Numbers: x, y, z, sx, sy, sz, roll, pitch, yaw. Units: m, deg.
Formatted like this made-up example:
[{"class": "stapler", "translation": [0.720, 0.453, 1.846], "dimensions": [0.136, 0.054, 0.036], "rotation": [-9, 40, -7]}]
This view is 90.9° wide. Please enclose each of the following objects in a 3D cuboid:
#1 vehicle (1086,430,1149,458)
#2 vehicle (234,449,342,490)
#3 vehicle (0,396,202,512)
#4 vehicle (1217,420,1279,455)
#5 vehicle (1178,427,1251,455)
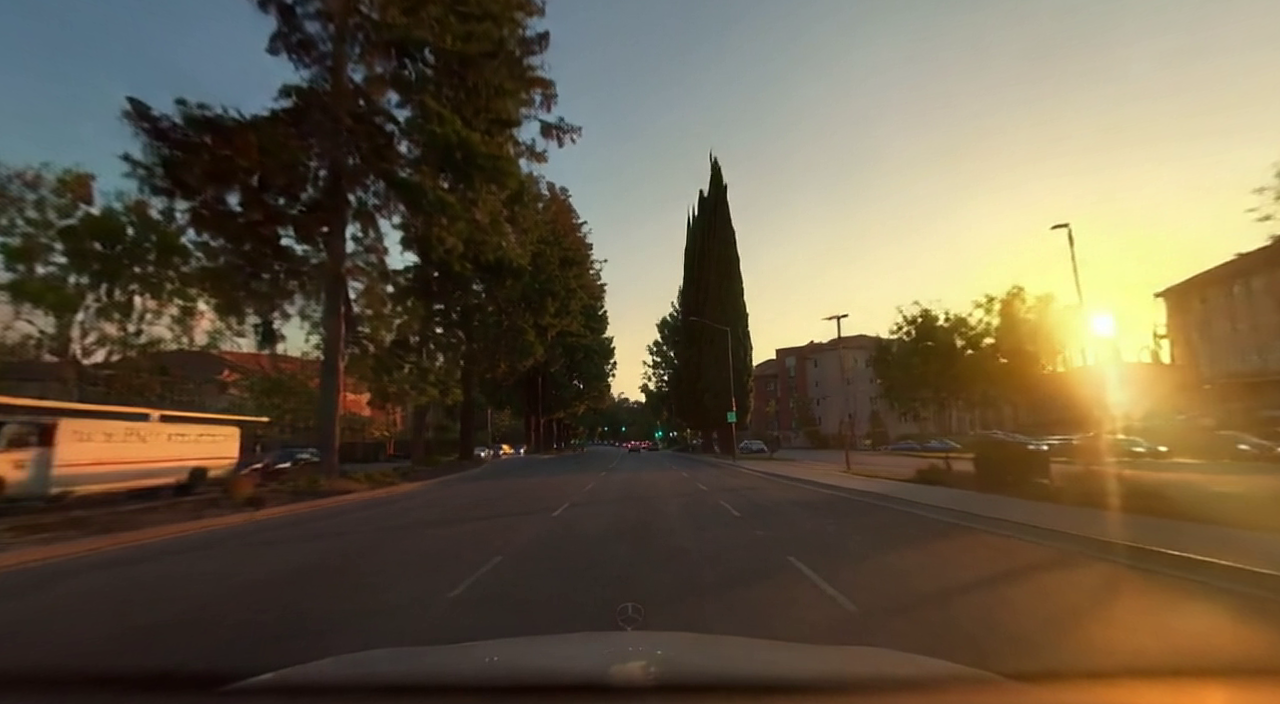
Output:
[{"class": "vehicle", "translation": [26.885, 5.210, 35.614], "dimensions": [2.002, 1.460, 4.533], "rotation": [-5, -9, 27]}, {"class": "vehicle", "translation": [-14.204, 4.735, 25.791], "dimensions": [1.830, 1.474, 4.623], "rotation": [0, -8, -1]}, {"class": "vehicle", "translation": [-20.996, 3.568, 22.312], "dimensions": [3.141, 3.464, 11.209], "rotation": [0, -8, -1]}, {"class": "vehicle", "translation": [35.445, 4.893, 36.064], "dimensions": [2.129, 1.846, 4.542], "rotation": [-4, -9, 24]}, {"class": "vehicle", "translation": [32.544, 5.094, 35.815], "dimensions": [1.826, 1.478, 4.336], "rotation": [-4, -9, 26]}]
